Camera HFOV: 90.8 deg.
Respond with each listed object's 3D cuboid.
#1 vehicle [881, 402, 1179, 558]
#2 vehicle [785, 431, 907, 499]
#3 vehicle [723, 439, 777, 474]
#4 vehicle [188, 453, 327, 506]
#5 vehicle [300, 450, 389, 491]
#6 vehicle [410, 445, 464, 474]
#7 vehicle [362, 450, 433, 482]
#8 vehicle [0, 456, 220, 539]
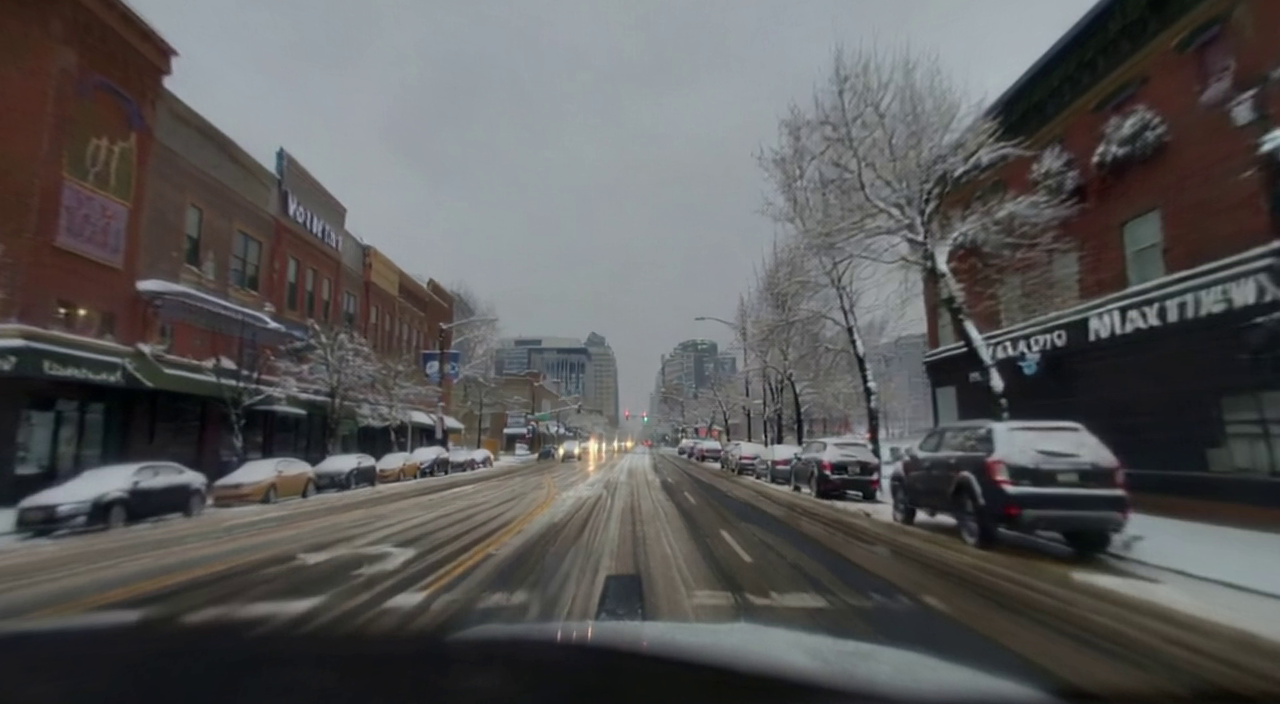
[{"bbox_3d":[5.885,1.978,10.394,2.010,1.943,4.319,-2,-9,-1],"label":"vehicle"},{"bbox_3d":[5.975,3.308,18.996,1.991,1.771,4.604,0,-8,-1],"label":"vehicle"},{"bbox_3d":[5.499,5.268,32.098,1.899,1.642,4.463,0,-8,0],"label":"vehicle"},{"bbox_3d":[-12.631,4.203,21.263,1.927,1.489,4.572,0,-8,-2],"label":"vehicle"},{"bbox_3d":[-12.525,5.013,27.094,1.800,1.532,4.110,0,-8,0],"label":"vehicle"},{"bbox_3d":[-12.034,6.363,37.713,1.834,1.643,4.110,0,-8,1],"label":"vehicle"},{"bbox_3d":[-12.534,5.889,32.947,1.868,1.418,4.415,-2,-8,1],"label":"vehicle"},{"bbox_3d":[-12.031,3.207,14.534,1.804,1.533,4.121,0,-8,1],"label":"vehicle"}]
